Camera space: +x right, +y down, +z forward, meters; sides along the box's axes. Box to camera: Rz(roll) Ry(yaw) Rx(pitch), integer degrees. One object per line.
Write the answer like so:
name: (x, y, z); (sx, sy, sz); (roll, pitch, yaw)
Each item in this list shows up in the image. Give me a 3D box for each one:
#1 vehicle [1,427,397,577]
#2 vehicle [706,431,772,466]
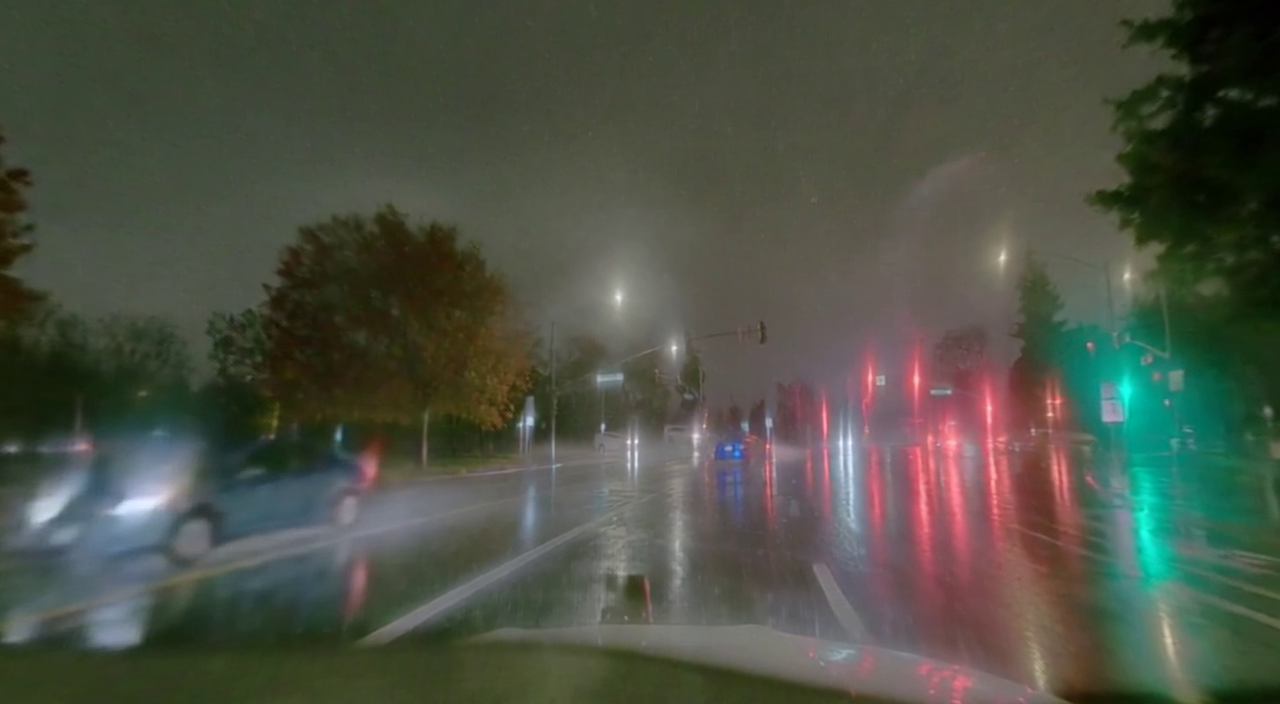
vehicle: (-5.710, 1.943, 9.176); (1.983, 1.562, 4.652); (-1, -8, 8)
vehicle: (4.909, 4.677, 30.754); (2.055, 1.573, 4.065); (-4, -9, 26)
